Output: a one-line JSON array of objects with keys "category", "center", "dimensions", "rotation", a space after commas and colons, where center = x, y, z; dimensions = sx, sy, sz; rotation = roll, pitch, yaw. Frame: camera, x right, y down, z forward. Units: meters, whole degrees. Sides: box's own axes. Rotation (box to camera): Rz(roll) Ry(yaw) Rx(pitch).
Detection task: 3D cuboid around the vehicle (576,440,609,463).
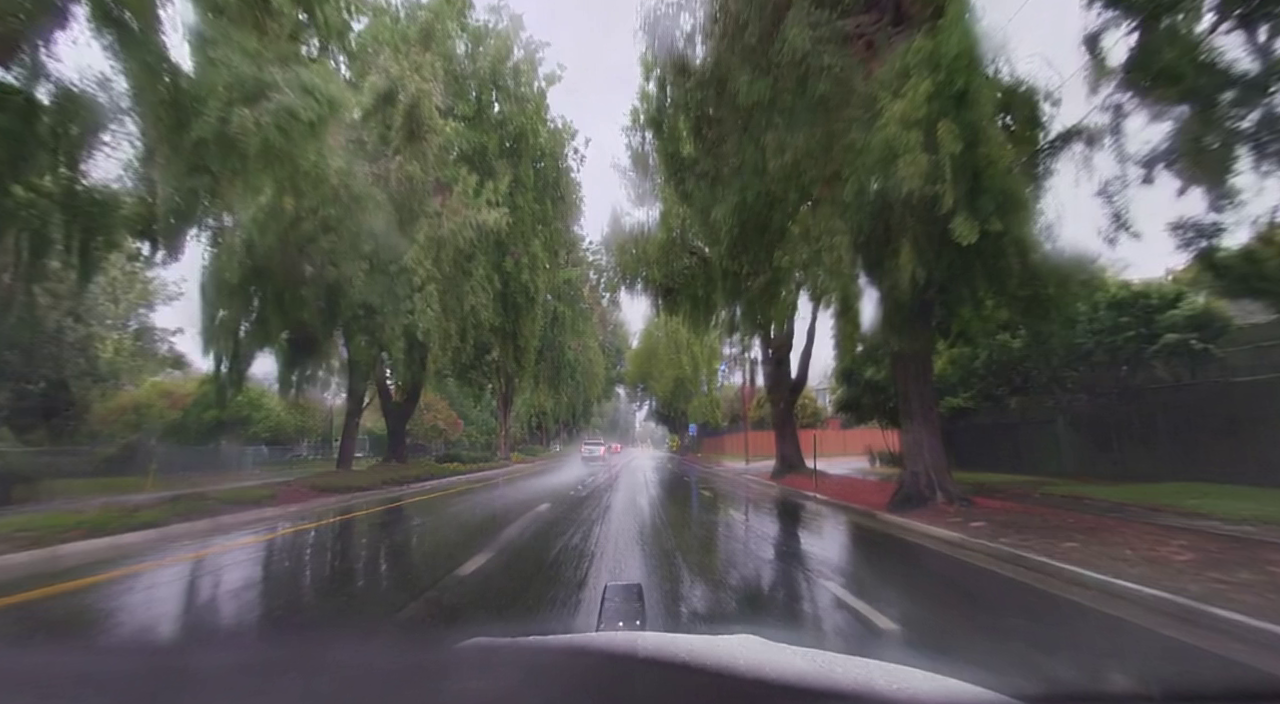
[{"category": "vehicle", "center": [-3.567, 7.542, 47.999], "dimensions": [2.221, 1.707, 4.243], "rotation": [0, -8, 0]}]
